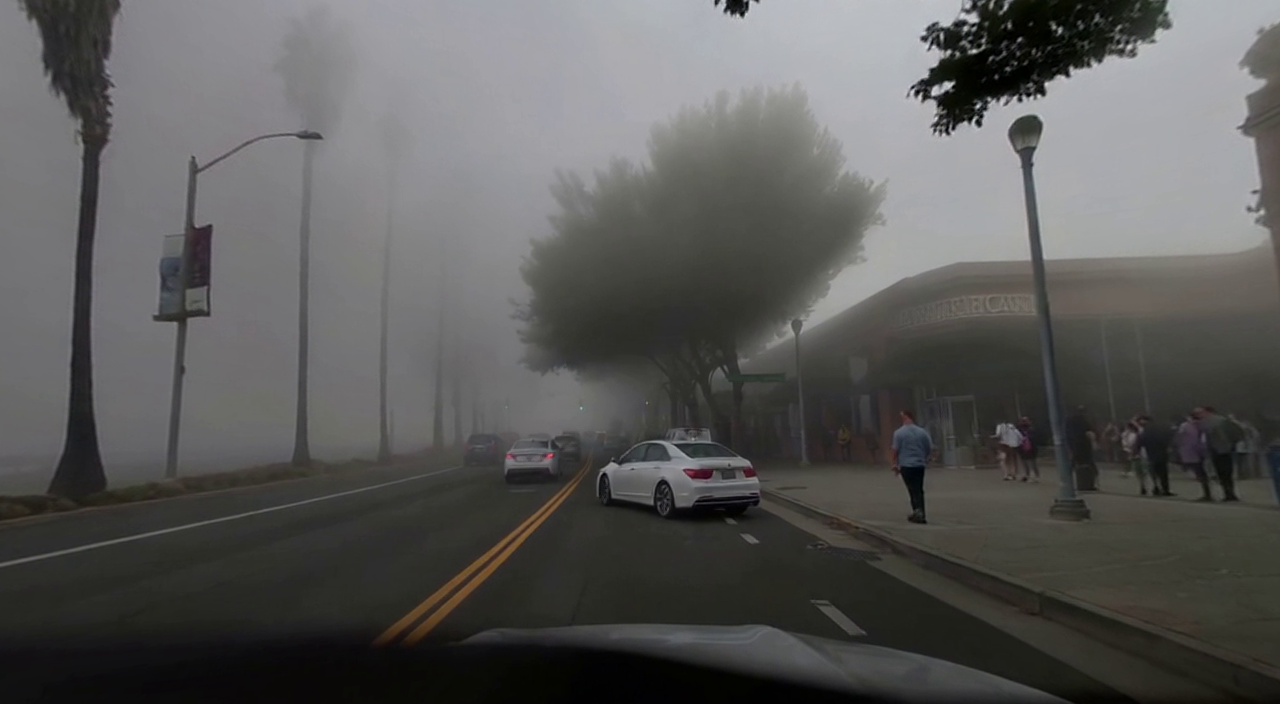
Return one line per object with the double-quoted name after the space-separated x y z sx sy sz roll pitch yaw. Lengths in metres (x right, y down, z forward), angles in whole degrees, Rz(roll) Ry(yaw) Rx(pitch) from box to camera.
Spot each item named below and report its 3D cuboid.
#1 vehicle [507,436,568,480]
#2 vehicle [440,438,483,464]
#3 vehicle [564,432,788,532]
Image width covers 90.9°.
-4.073 4.277 25.645 2.039 1.628 4.331 0 -9 -4 "vehicle"
-11.530 6.415 40.994 1.930 1.583 4.423 0 -9 -5 "vehicle"
0.411 2.332 11.976 1.930 1.477 4.657 5 -10 -30 "vehicle"
